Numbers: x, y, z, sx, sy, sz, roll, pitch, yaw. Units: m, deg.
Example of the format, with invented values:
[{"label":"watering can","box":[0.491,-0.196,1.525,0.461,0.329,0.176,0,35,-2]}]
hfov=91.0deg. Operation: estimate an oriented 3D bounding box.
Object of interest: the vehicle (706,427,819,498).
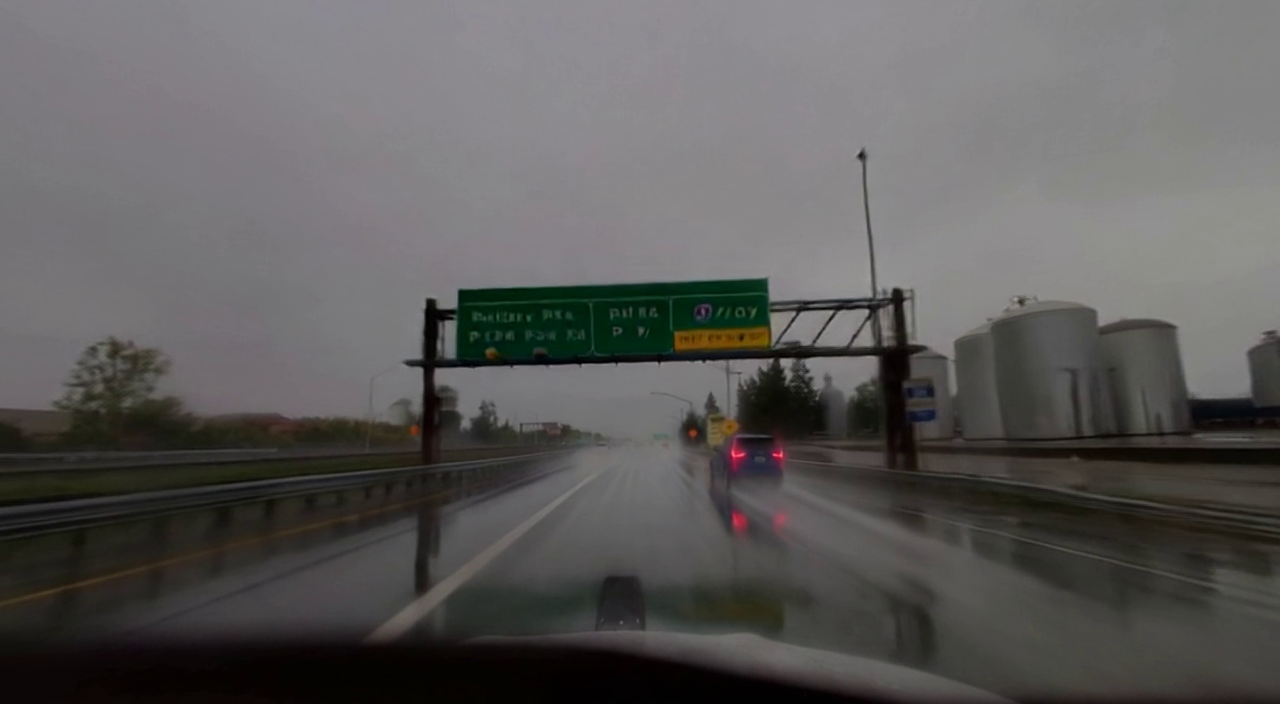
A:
[{"label":"vehicle","box":[3.376,3.198,18.600,2.296,1.790,5.067,0,-9,0]}]
